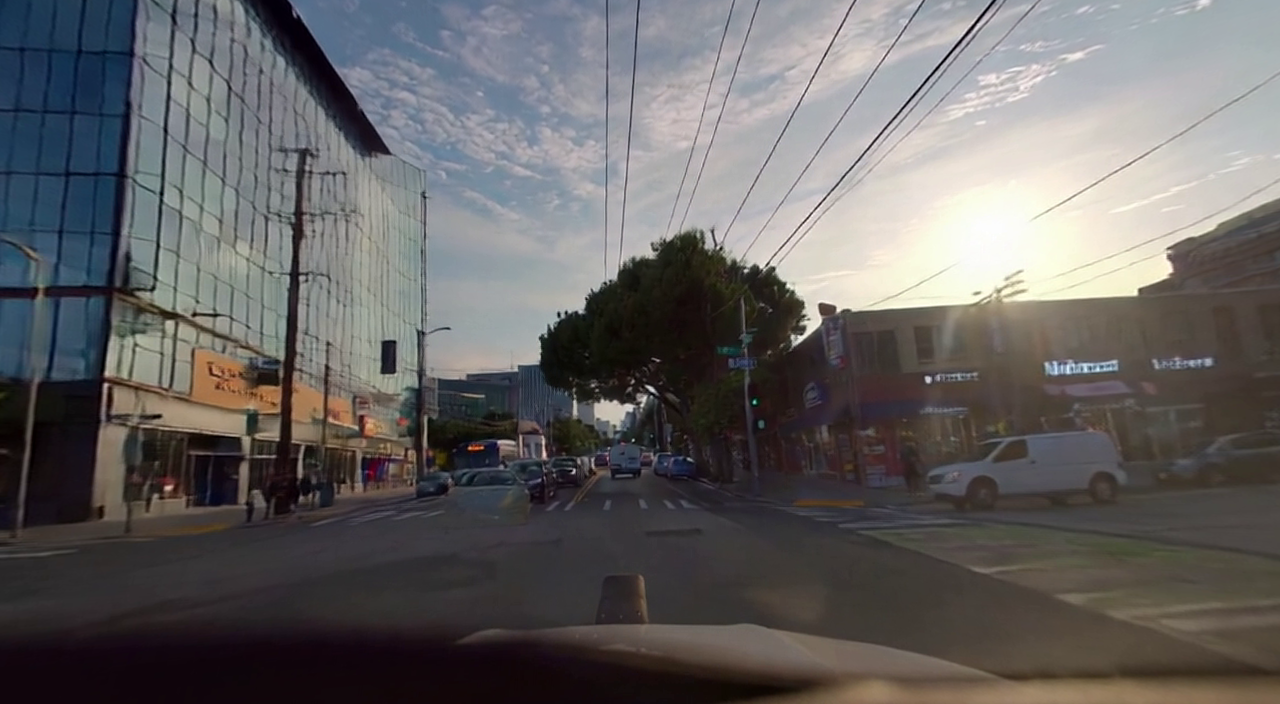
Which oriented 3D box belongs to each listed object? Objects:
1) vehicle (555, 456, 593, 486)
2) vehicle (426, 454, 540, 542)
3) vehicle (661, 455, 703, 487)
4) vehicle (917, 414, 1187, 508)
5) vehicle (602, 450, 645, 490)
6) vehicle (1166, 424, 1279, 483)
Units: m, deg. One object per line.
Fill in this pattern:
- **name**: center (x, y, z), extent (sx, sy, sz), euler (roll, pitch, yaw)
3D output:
- **vehicle**: center (-4.140, 7.518, 40.136), extent (1.983, 1.727, 4.294), euler (0, -9, -1)
- **vehicle**: center (-3.719, 3.481, 15.709), extent (2.026, 1.616, 4.109), euler (-2, -7, -4)
- **vehicle**: center (2.328, 6.805, 36.356), extent (1.934, 1.633, 4.271), euler (0, -9, -3)
- **vehicle**: center (9.974, 2.718, 15.782), extent (4.966, 1.826, 2.209), euler (-5, -9, 6)
- **vehicle**: center (-0.909, 6.171, 33.370), extent (2.127, 1.893, 4.194), euler (0, -9, -3)
- **vehicle**: center (18.366, 2.948, 18.505), extent (4.161, 1.586, 1.992), euler (0, -9, -3)
